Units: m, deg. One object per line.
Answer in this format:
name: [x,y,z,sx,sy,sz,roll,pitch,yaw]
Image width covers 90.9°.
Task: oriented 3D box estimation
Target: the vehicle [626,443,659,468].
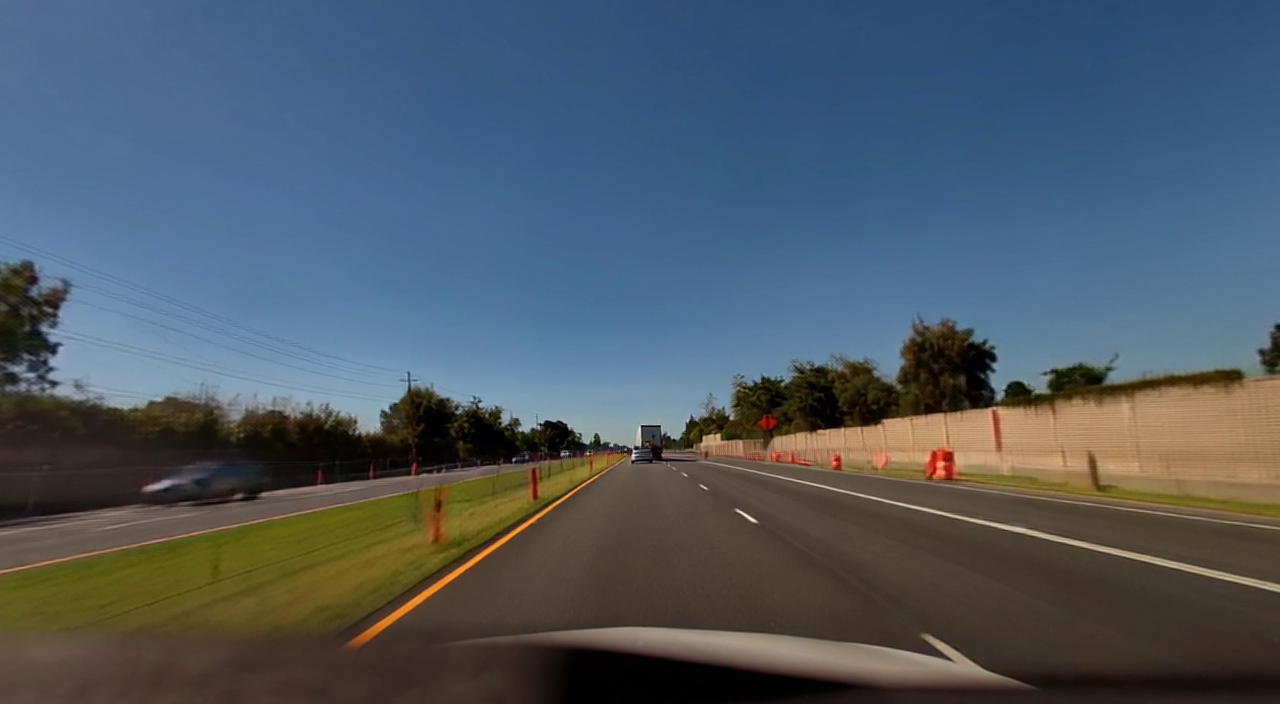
vehicle: [0.148,6.854,41.964,2.065,1.573,3.734,0,-9,0]
